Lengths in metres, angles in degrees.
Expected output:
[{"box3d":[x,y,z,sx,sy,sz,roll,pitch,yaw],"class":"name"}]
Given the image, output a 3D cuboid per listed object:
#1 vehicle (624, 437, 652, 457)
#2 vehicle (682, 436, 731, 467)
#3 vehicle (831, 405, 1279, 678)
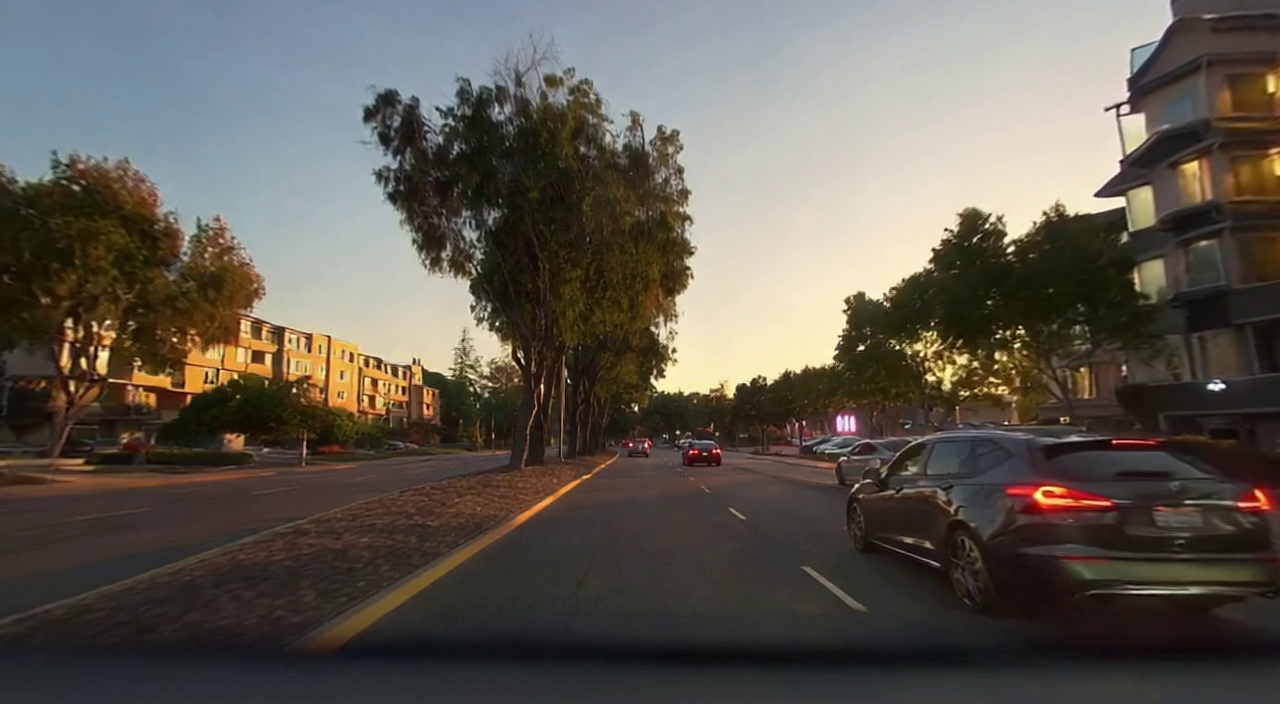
[{"box3d":[-0.195,7.478,49.796,2.095,1.456,3.873,0,-8,-1],"class":"vehicle"},{"box3d":[3.442,5.230,33.521,1.953,1.514,4.672,0,-8,-2],"class":"vehicle"},{"box3d":[3.371,1.344,5.597,2.034,1.496,4.040,0,-8,-1],"class":"vehicle"}]
